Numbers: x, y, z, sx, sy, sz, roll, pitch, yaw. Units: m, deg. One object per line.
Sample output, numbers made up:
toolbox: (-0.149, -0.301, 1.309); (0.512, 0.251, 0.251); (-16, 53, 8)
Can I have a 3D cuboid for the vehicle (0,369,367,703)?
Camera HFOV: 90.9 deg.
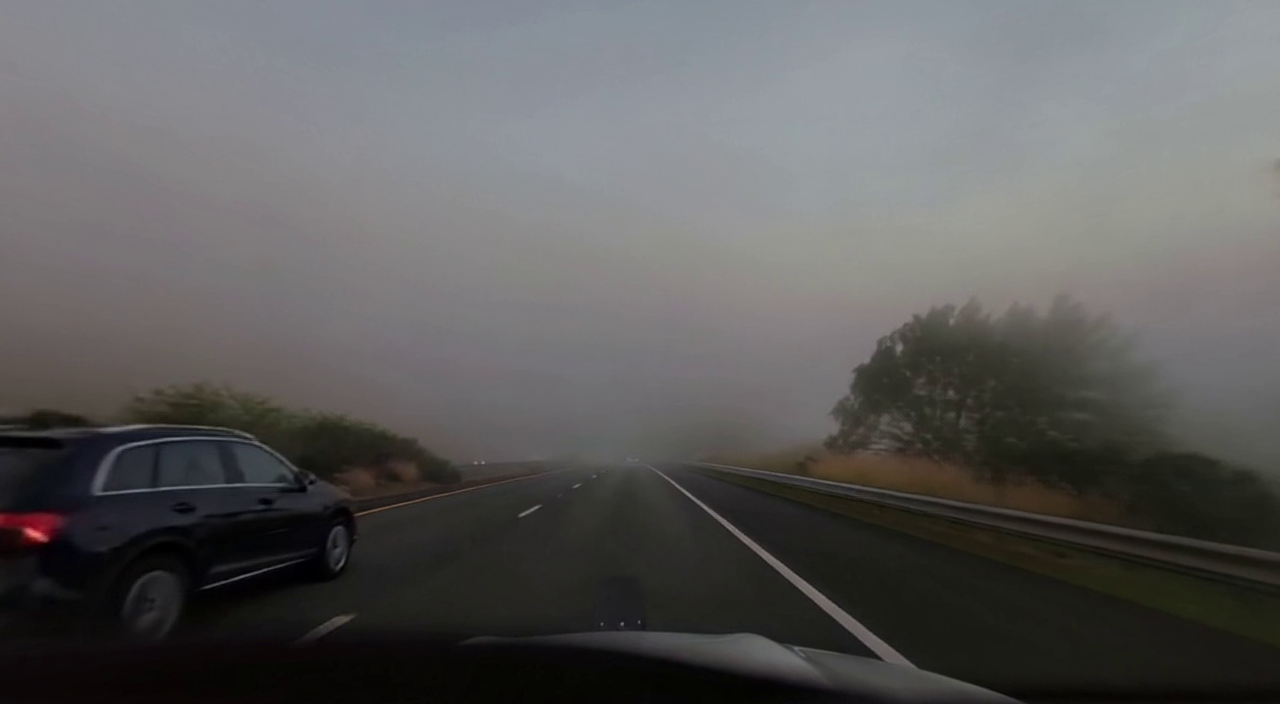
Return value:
vehicle: (-3.928, 1.153, 4.240); (2.135, 1.686, 4.517); (0, -9, 0)
